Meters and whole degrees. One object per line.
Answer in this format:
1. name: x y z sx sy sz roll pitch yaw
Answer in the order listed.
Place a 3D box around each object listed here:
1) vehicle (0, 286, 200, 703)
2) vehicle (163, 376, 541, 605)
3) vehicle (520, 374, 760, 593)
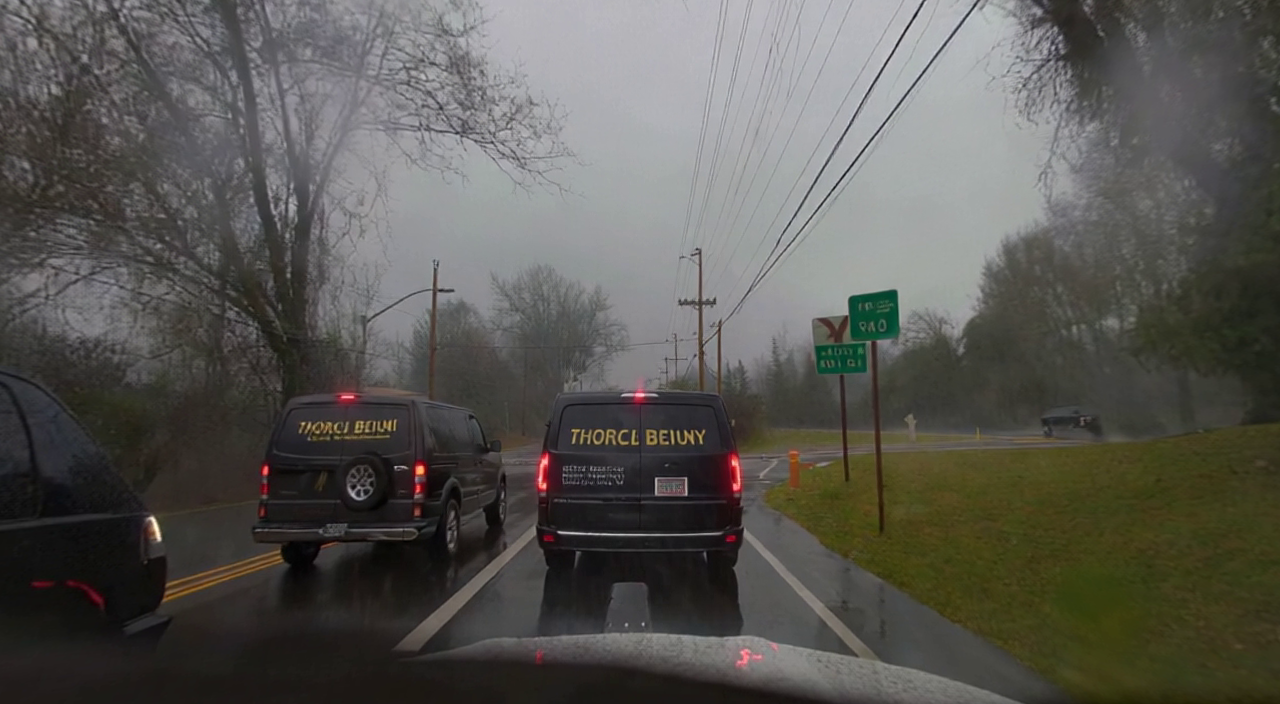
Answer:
1. vehicle: -3.107 0.452 0.245 2.160 1.796 4.997 0 -8 1
2. vehicle: -2.754 1.477 7.610 2.109 1.851 4.749 -1 -8 3
3. vehicle: 0.109 1.461 7.697 2.117 1.911 4.095 -1 -8 3
